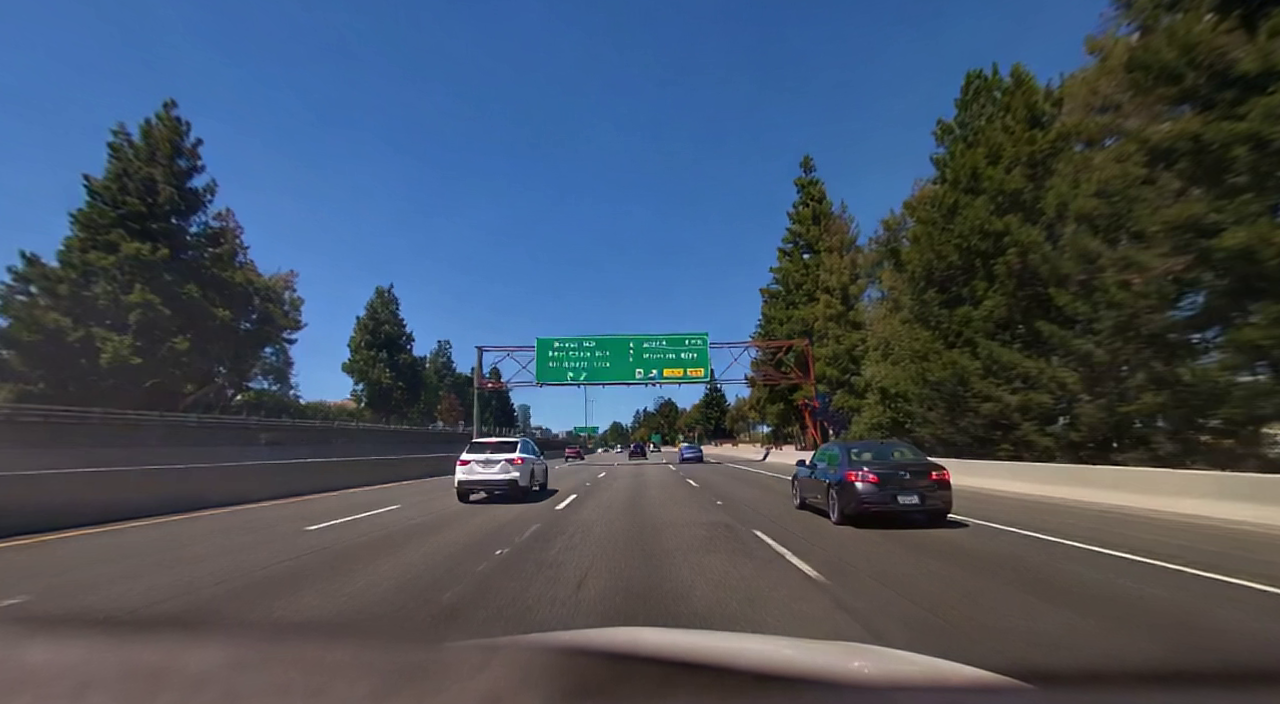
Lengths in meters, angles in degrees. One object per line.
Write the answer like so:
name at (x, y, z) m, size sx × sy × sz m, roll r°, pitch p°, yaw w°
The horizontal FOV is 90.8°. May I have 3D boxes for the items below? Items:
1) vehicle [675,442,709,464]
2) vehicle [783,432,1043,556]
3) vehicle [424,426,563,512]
vehicle at (3.633, 7.111, 44.680) m, size 2.021 × 1.447 × 3.985 m, roll 0°, pitch -9°, yaw -1°
vehicle at (3.717, 2.002, 9.660) m, size 1.947 × 1.437 × 4.345 m, roll 0°, pitch -9°, yaw -1°
vehicle at (-3.294, 2.746, 15.269) m, size 2.244 × 1.755 × 4.417 m, roll 0°, pitch -9°, yaw 1°
